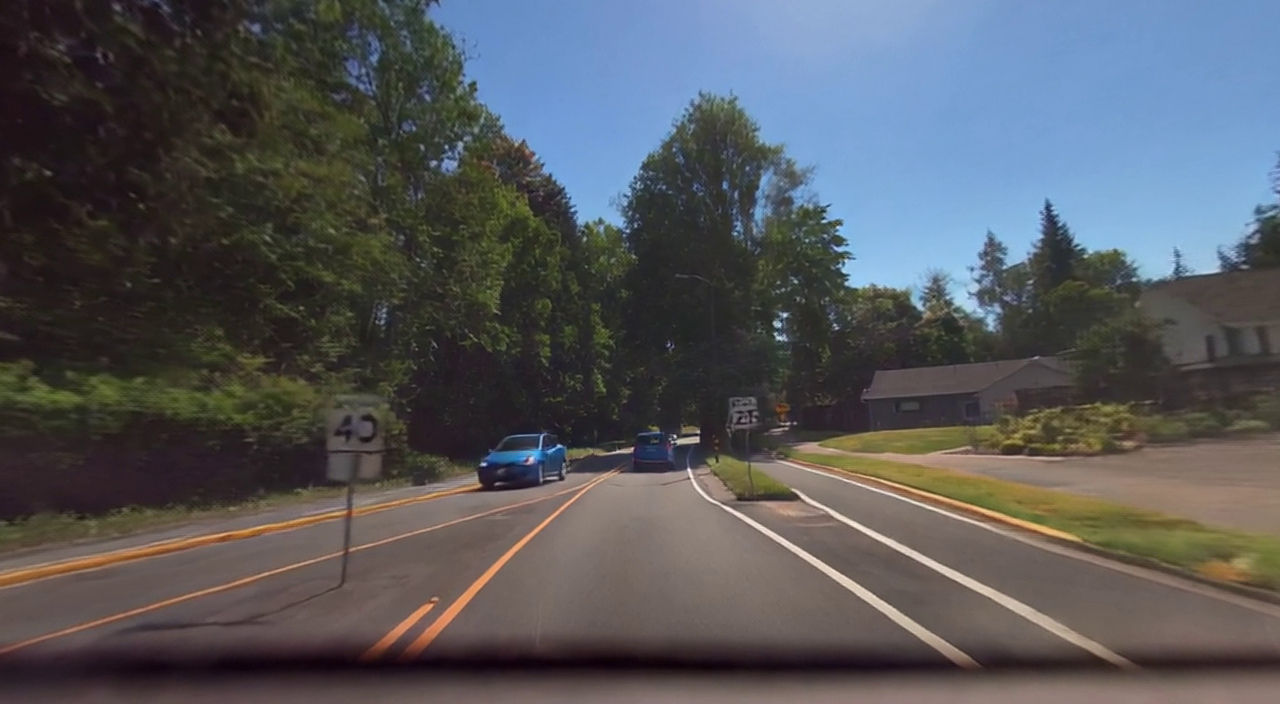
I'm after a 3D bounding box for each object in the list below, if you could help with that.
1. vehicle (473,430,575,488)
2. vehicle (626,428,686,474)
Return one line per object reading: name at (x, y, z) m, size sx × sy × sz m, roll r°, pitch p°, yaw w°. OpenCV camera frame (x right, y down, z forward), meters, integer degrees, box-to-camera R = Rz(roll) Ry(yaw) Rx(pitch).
vehicle at (-3.612, 3.434, 20.605) m, size 2.087 × 1.677 × 4.467 m, roll -1°, pitch -8°, yaw 6°
vehicle at (0.740, 4.020, 25.789) m, size 2.216 × 1.708 × 4.110 m, roll -1°, pitch -8°, yaw 4°
